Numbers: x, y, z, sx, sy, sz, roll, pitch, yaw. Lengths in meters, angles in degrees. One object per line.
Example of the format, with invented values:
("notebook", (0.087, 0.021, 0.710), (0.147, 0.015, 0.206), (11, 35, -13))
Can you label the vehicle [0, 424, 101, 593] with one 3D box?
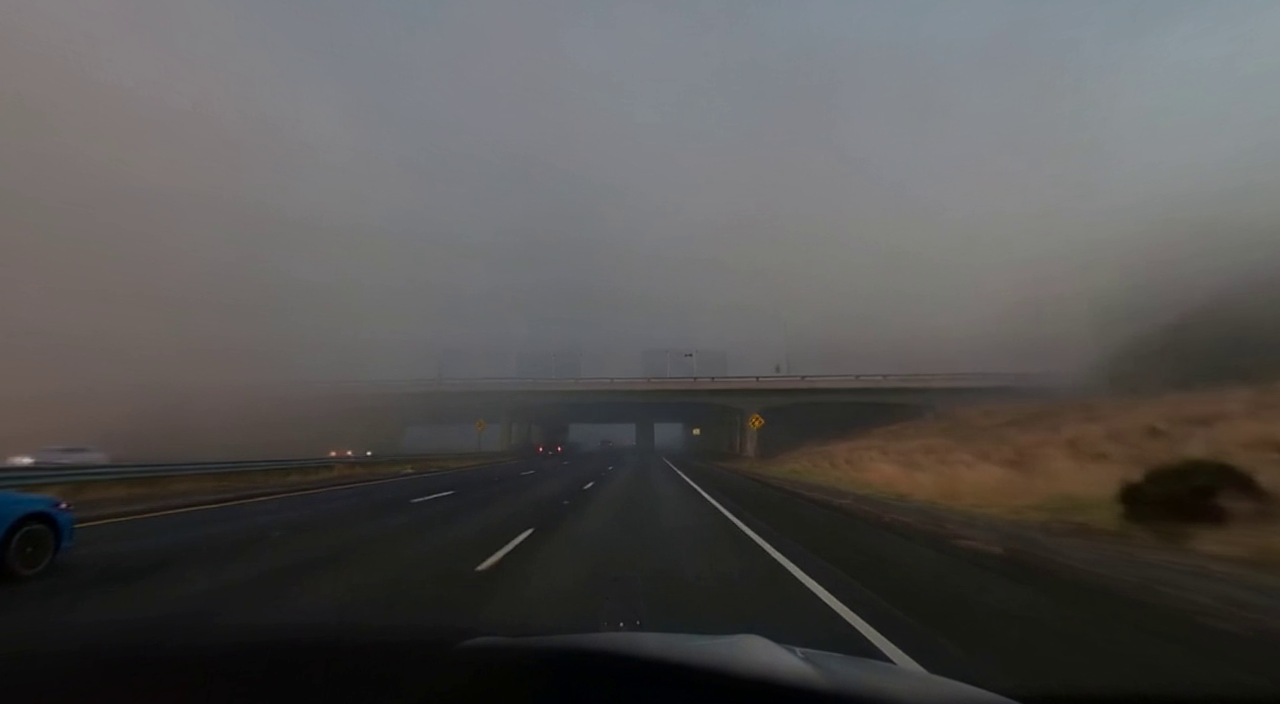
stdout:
("vehicle", (-6.935, 1.245, 4.474), (2.096, 1.541, 4.610), (0, -8, 0))
